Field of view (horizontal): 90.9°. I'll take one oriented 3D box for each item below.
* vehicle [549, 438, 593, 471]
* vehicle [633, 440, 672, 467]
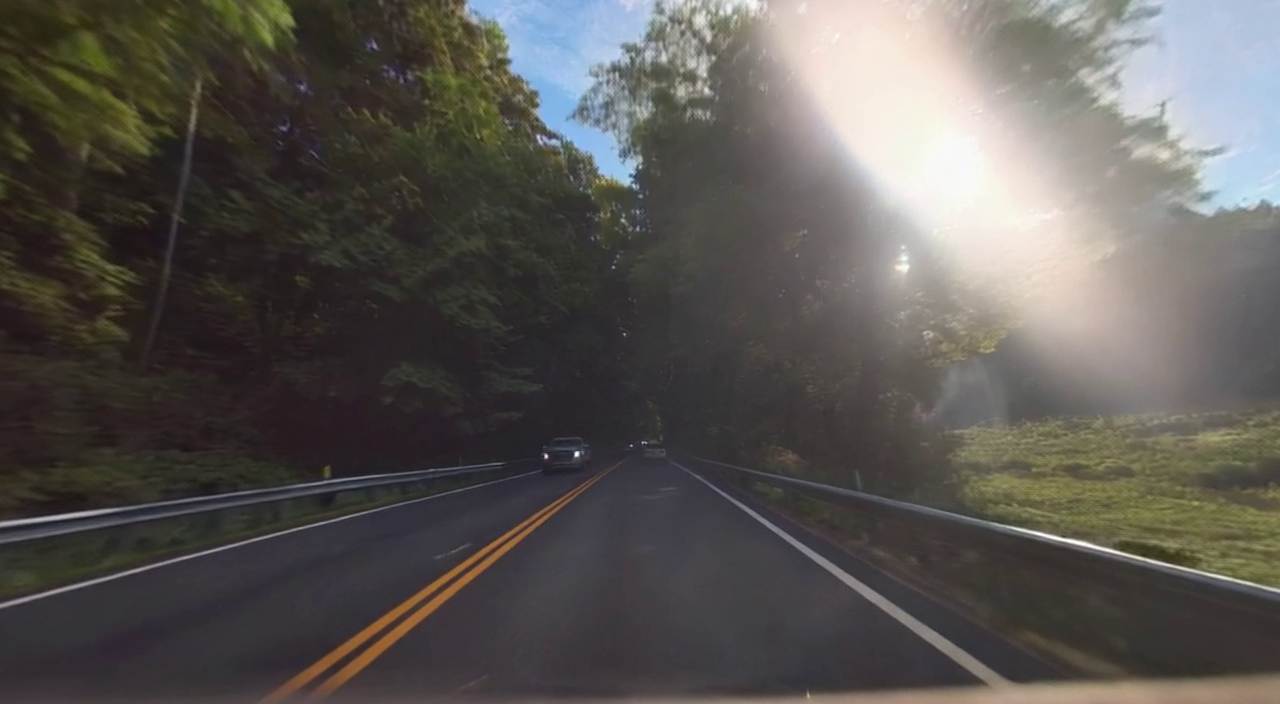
[{"bbox_3d":[-3.733,5.577,34.755,1.953,1.676,4.508,0,-8,0],"label":"vehicle"},{"bbox_3d":[0.686,5.937,37.220,2.120,1.491,4.349,0,-8,-1],"label":"vehicle"}]
